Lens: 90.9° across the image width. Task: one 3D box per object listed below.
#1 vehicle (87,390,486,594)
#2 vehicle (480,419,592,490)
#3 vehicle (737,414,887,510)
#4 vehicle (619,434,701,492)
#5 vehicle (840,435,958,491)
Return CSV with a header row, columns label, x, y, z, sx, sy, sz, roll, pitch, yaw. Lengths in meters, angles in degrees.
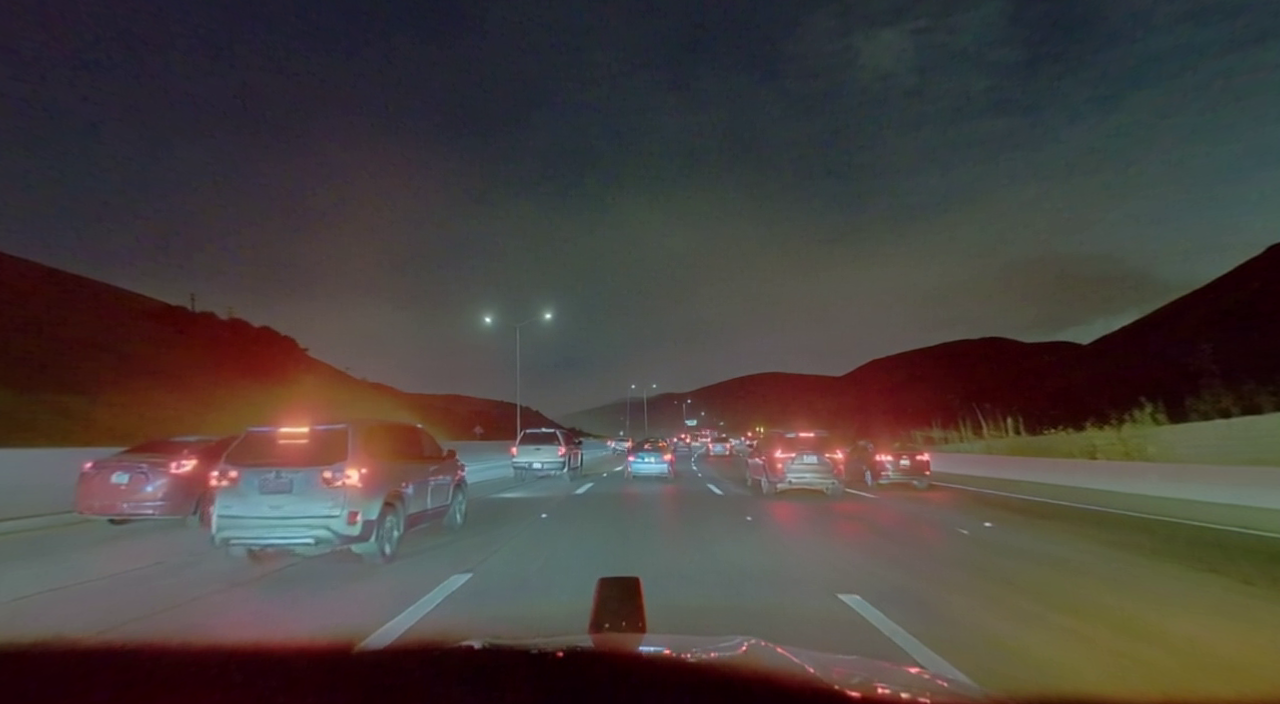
label,x,y,z,sx,sy,sz,roll,pitch,yaw
vehicle,-3.568,1.510,7.643,2.179,1.723,4.410,0,-8,1
vehicle,-2.997,3.141,19.647,2.301,1.902,5.374,-1,-8,3
vehicle,3.566,2.376,14.068,2.046,1.765,4.534,0,-8,0
vehicle,0.588,3.163,18.366,2.105,1.471,4.349,0,-8,2
vehicle,7.536,3.256,18.843,1.846,1.469,4.166,0,-8,1
